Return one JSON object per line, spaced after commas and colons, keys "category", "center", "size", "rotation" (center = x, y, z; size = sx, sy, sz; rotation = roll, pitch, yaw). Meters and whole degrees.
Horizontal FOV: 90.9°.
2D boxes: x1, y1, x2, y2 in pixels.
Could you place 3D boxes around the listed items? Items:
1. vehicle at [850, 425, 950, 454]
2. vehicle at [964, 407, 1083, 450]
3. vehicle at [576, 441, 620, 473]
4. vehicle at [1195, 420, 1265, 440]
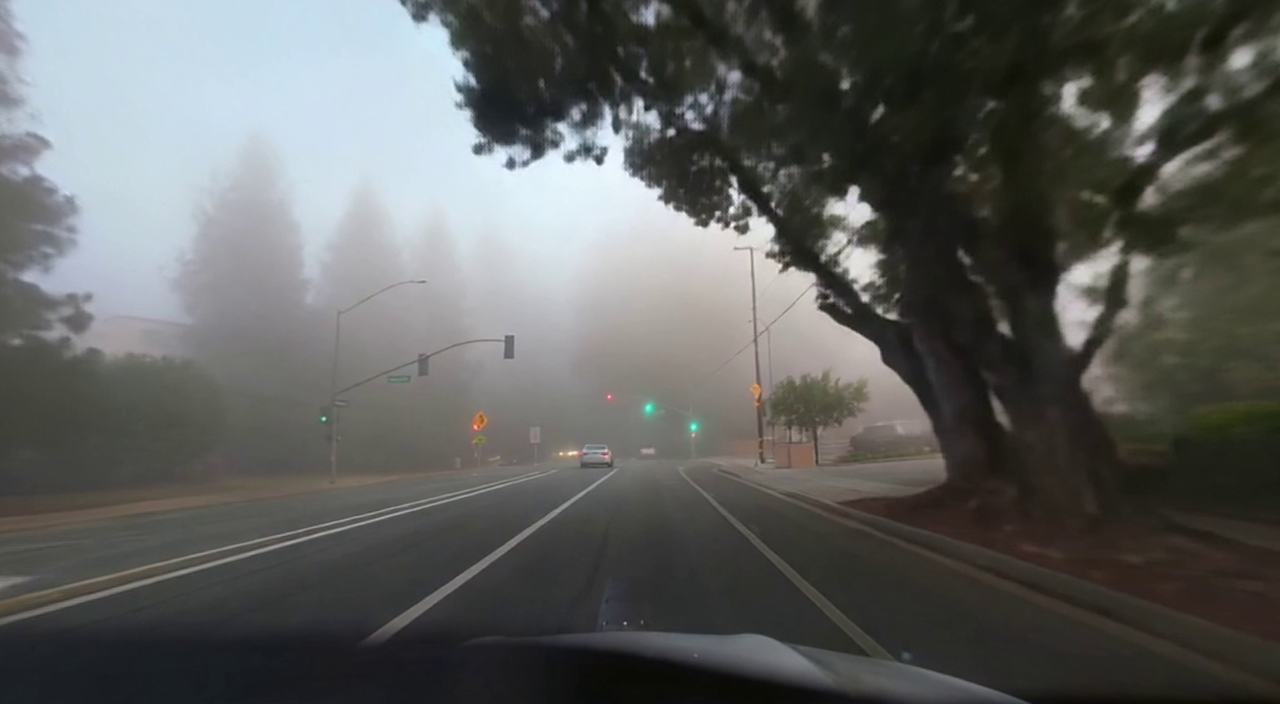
{"category": "vehicle", "center": [18.976, 6.388, 46.182], "size": [6.313, 2.043, 2.272], "rotation": [0, -9, -3]}
{"category": "vehicle", "center": [28.389, 5.690, 46.801], "size": [7.116, 3.077, 2.655], "rotation": [1, -9, -5]}
{"category": "vehicle", "center": [-2.345, 6.012, 36.444], "size": [2.084, 1.701, 4.734], "rotation": [0, -9, 2]}
{"category": "vehicle", "center": [44.546, 5.889, 47.603], "size": [3.617, 1.472, 1.738], "rotation": [0, -9, -4]}
